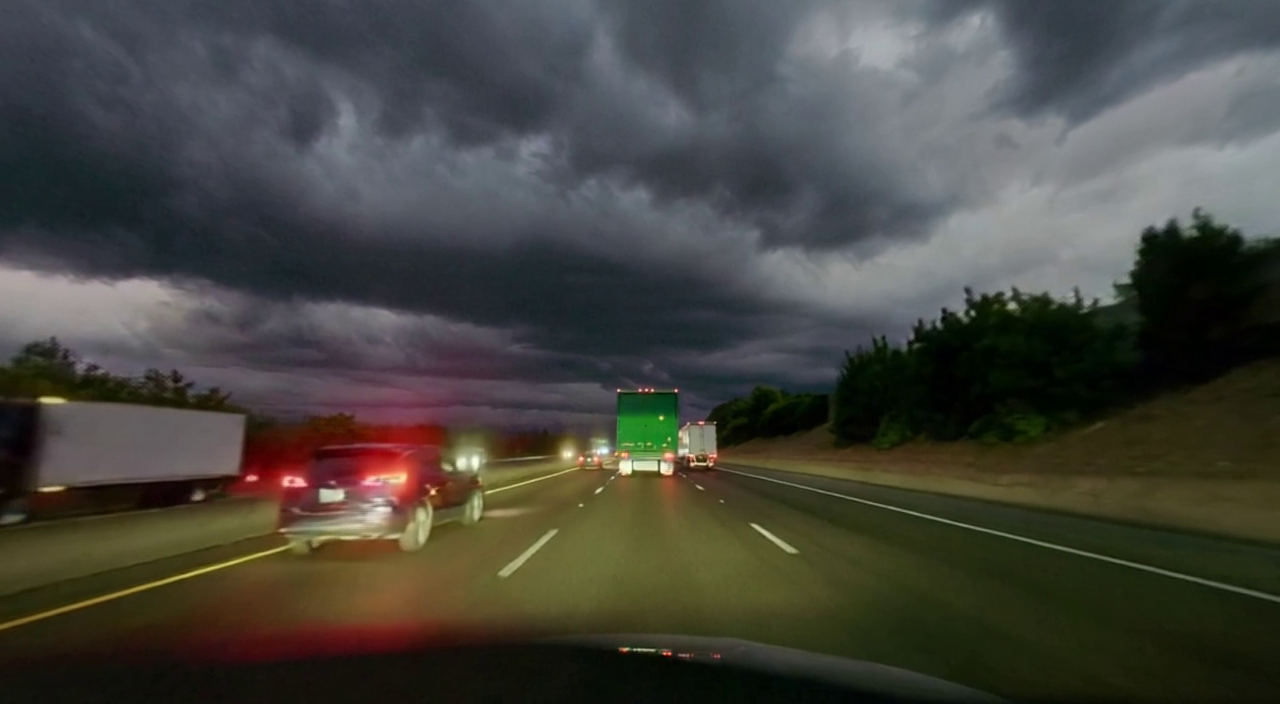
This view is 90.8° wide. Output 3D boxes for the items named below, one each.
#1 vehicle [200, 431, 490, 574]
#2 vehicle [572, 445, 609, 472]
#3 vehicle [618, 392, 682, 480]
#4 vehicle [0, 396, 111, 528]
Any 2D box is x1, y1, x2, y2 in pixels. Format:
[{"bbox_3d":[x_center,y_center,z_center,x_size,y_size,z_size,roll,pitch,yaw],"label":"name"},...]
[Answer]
[{"bbox_3d":[-3.660,1.933,8.840,2.050,1.517,3.996,0,-9,1],"label":"vehicle"},{"bbox_3d":[-3.267,7.118,42.297,2.173,1.657,4.401,0,-9,-1],"label":"vehicle"},{"bbox_3d":[0.441,4.739,34.885,2.932,4.042,11.054,0,-9,0],"label":"vehicle"},{"bbox_3d":[-18.029,2.869,16.481,3.067,3.366,5.874,0,-9,1],"label":"vehicle"}]
